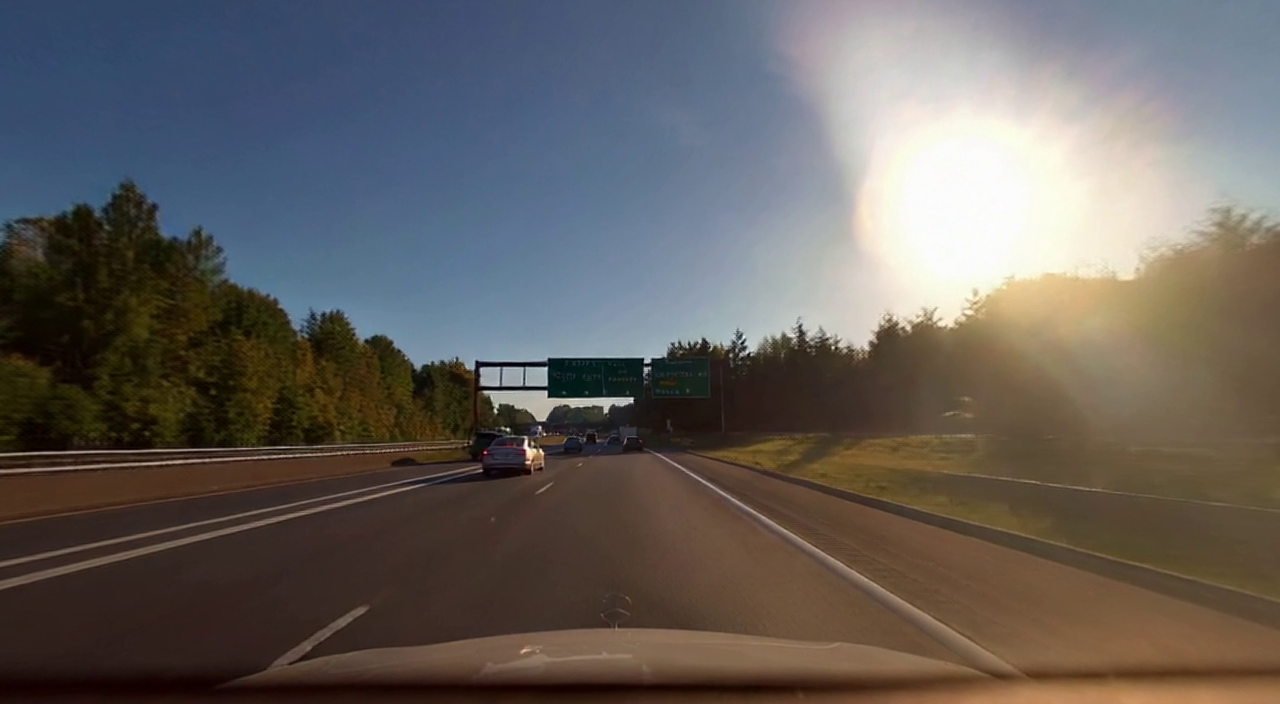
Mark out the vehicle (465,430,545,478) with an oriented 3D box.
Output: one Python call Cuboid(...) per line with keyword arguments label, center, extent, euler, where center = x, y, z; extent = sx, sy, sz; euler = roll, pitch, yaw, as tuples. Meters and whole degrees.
Cuboid(label="vehicle", center=(-4.560, 3.485, 21.870), extent=(1.959, 1.514, 3.668), euler=(0, -8, 0))
